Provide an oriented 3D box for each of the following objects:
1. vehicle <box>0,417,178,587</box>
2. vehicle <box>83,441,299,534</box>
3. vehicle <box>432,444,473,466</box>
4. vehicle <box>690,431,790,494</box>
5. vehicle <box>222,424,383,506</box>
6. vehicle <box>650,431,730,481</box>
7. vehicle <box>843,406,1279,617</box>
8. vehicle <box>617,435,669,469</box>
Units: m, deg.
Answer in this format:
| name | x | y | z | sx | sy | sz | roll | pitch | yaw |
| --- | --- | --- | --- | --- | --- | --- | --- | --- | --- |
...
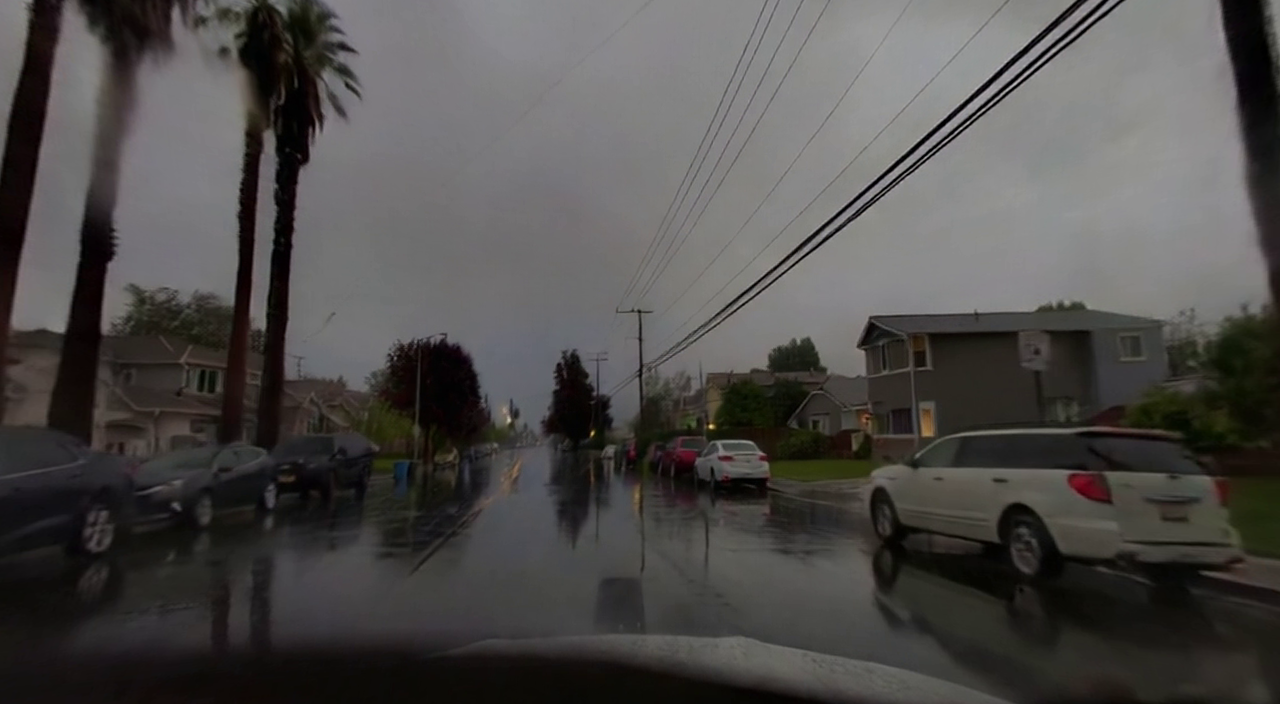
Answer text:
| name | x | y | z | sx | sy | sz | roll | pitch | yaw |
| --- | --- | --- | --- | --- | --- | --- | --- | --- | --- |
| vehicle | -7.505 | 1.649 | 7.126 | 1.919 | 1.678 | 4.385 | -2 | -7 | -10 |
| vehicle | -8.473 | 2.515 | 12.472 | 1.801 | 1.477 | 4.239 | 1 | -9 | -11 |
| vehicle | -13.264 | 7.289 | 44.908 | 2.013 | 1.483 | 4.645 | 1 | -8 | -7 |
| vehicle | 2.900 | 3.323 | 19.337 | 1.894 | 1.675 | 4.294 | 1 | -8 | -7 |
| vehicle | -9.314 | 3.142 | 18.166 | 2.300 | 1.943 | 5.744 | 1 | -9 | -10 |
| vehicle | 1.849 | 4.086 | 25.039 | 1.922 | 1.761 | 4.633 | 2 | -9 | -12 |
| vehicle | 4.399 | 1.585 | 7.333 | 1.943 | 1.623 | 4.471 | 1 | -9 | -10 |
| vehicle | 0.077 | 5.696 | 36.161 | 2.115 | 1.826 | 4.871 | 1 | -9 | -10 |
